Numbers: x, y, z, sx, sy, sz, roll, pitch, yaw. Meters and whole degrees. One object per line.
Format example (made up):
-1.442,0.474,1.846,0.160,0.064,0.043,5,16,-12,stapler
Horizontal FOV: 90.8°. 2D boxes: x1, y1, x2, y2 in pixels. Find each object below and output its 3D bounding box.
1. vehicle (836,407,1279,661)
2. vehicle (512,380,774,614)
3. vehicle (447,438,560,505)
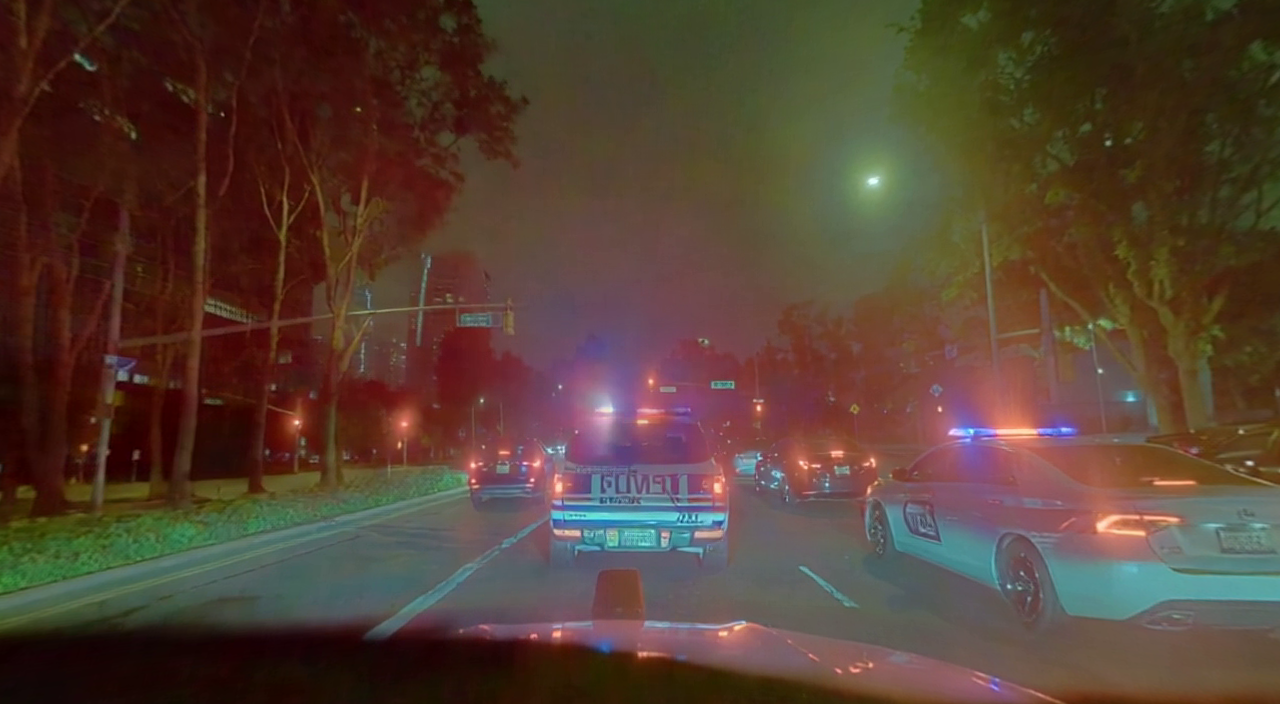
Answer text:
3.645,1.409,6.071,1.995,1.483,4.533,0,-8,-1,vehicle
-0.027,1.458,7.269,2.038,1.819,4.505,0,-8,-1,vehicle
-3.304,2.983,16.208,1.913,1.464,4.276,0,-8,0,vehicle
